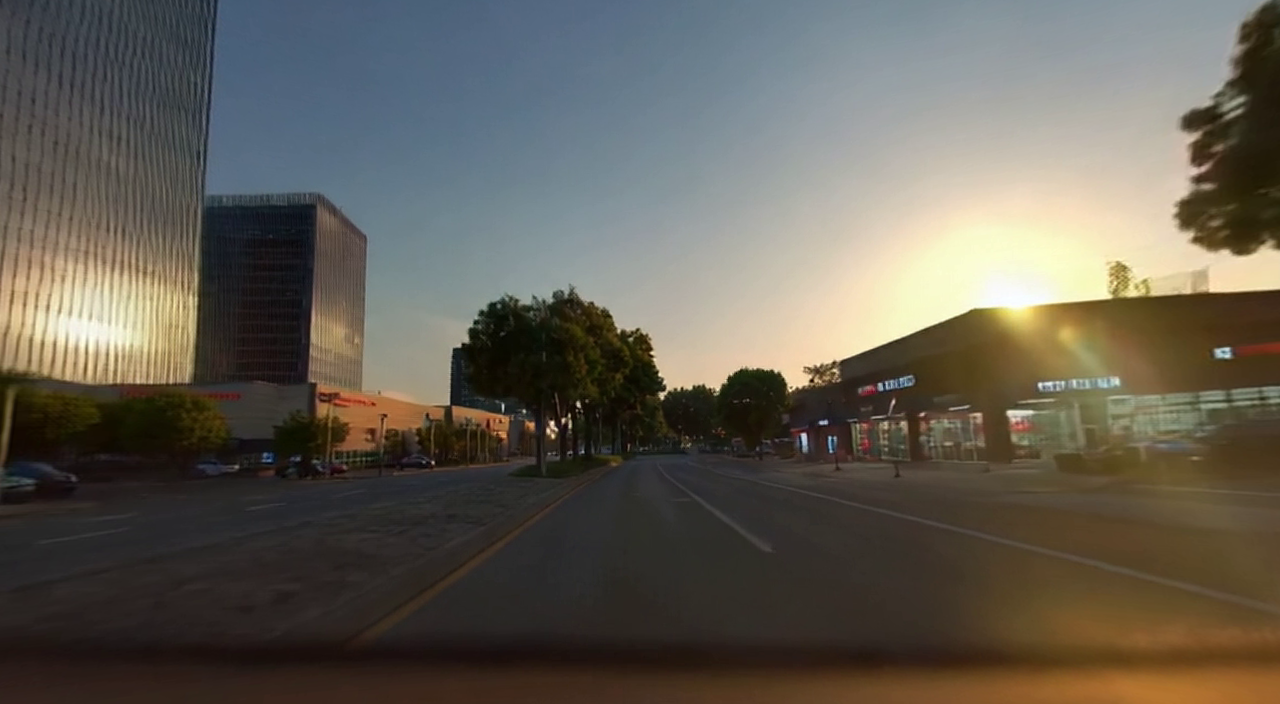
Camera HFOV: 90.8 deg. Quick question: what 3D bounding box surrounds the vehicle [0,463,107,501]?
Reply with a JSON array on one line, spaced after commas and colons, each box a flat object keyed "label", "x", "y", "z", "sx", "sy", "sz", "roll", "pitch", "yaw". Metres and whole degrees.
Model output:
[{"label": "vehicle", "x": -26.790, "y": 5.774, "z": 27.958, "sx": 4.410, "sy": 1.430, "sz": 1.897, "roll": 1, "pitch": -9, "yaw": -23}]
